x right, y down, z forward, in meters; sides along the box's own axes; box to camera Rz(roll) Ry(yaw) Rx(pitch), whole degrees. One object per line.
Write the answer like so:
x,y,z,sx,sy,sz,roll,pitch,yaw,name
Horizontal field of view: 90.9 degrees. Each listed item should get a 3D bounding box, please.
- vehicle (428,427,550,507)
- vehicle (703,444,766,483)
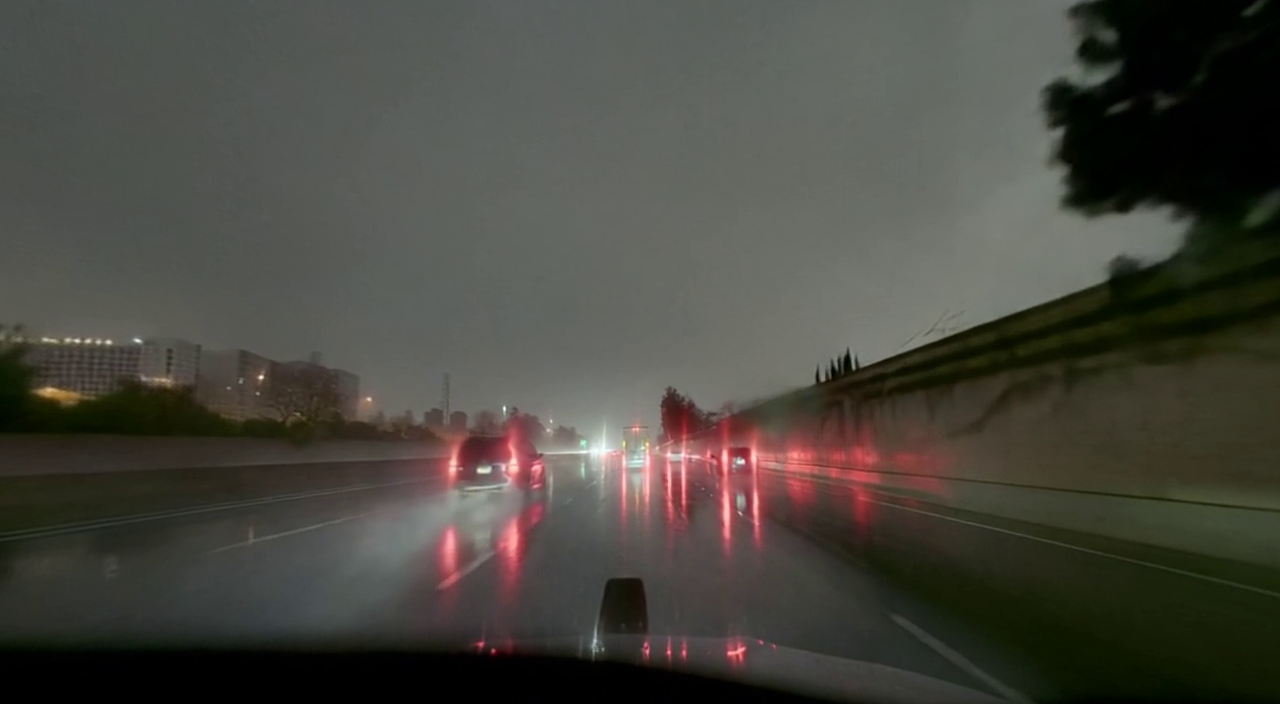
-3.776,2.972,16.652,2.014,1.811,4.369,0,-9,2,vehicle
3.993,4.800,27.353,1.973,1.536,4.337,0,-9,-1,vehicle
